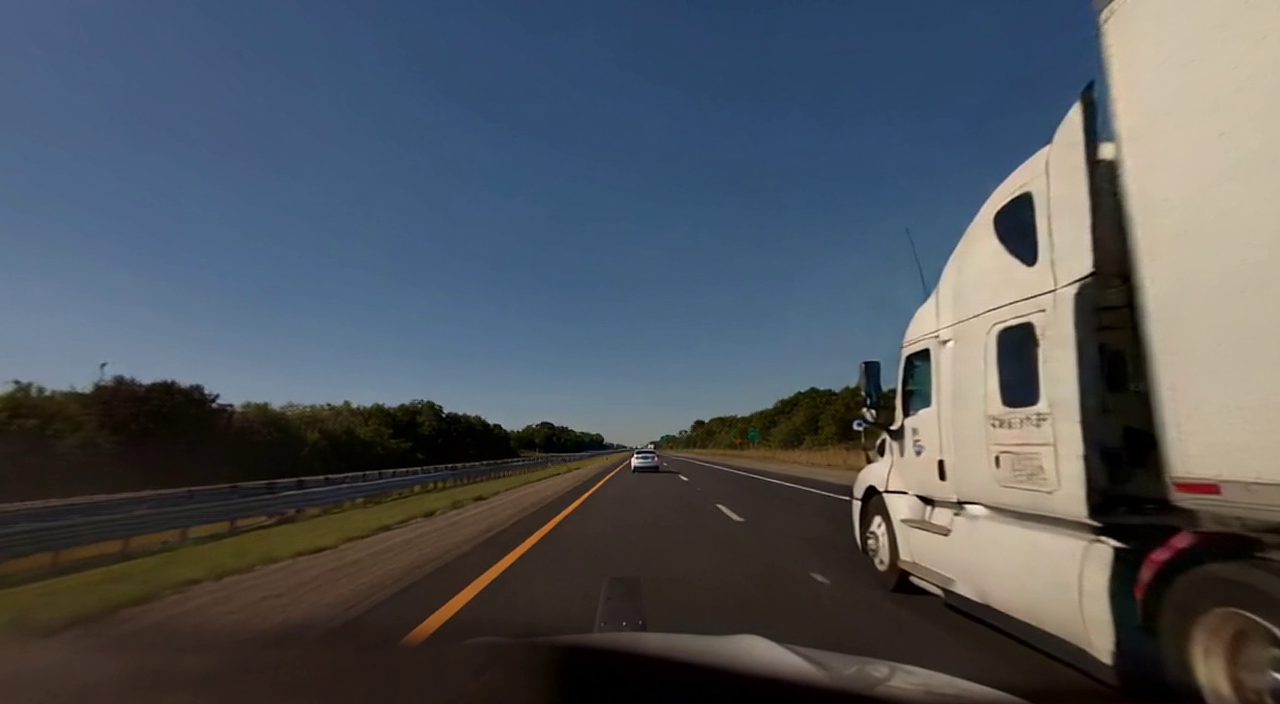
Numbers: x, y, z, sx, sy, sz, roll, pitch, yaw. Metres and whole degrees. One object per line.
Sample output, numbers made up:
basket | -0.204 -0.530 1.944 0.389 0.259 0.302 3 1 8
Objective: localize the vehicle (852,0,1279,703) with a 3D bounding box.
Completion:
vehicle | 3.706 -0.136 2.034 3.032 3.821 8.547 0 -8 0

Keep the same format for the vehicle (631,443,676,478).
vehicle | 0.631 5.099 29.882 1.968 1.515 4.025 -1 -8 0
